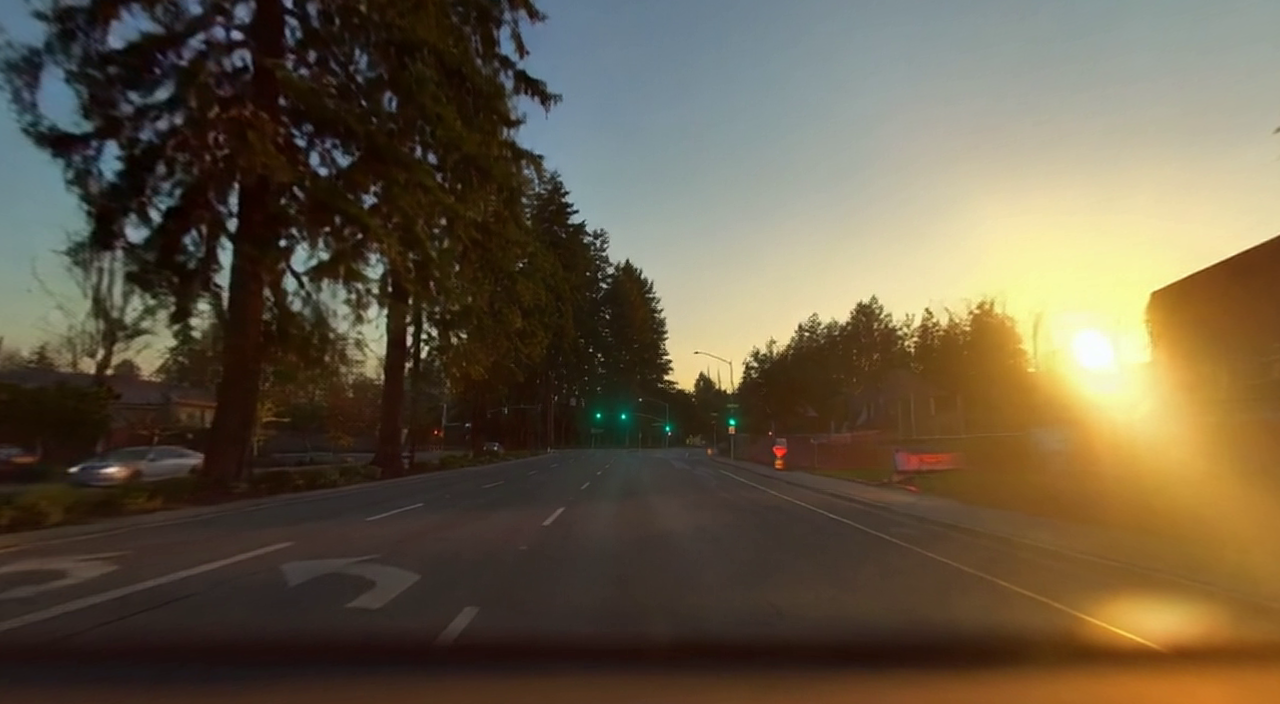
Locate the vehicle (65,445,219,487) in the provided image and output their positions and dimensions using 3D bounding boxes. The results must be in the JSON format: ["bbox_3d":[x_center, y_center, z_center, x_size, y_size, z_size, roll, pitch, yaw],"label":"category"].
[{"bbox_3d":[-19.799,4.513,25.422,2.042,1.484,4.950,0,-8,2],"label":"vehicle"}]
